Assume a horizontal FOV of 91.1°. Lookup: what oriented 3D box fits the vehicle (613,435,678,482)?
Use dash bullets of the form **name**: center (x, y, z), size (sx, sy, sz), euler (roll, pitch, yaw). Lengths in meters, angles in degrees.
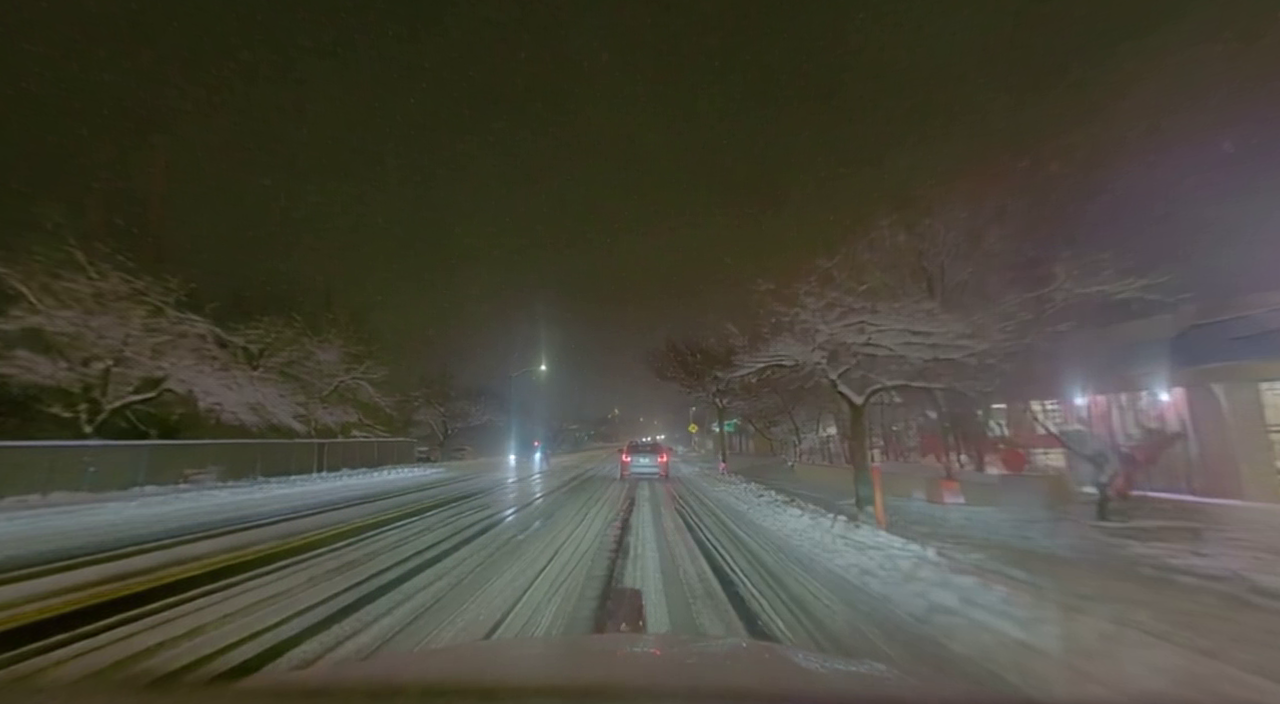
- **vehicle**: center (0.164, 3.821, 22.789), size (2.144, 1.514, 4.063), euler (0, -8, 0)
